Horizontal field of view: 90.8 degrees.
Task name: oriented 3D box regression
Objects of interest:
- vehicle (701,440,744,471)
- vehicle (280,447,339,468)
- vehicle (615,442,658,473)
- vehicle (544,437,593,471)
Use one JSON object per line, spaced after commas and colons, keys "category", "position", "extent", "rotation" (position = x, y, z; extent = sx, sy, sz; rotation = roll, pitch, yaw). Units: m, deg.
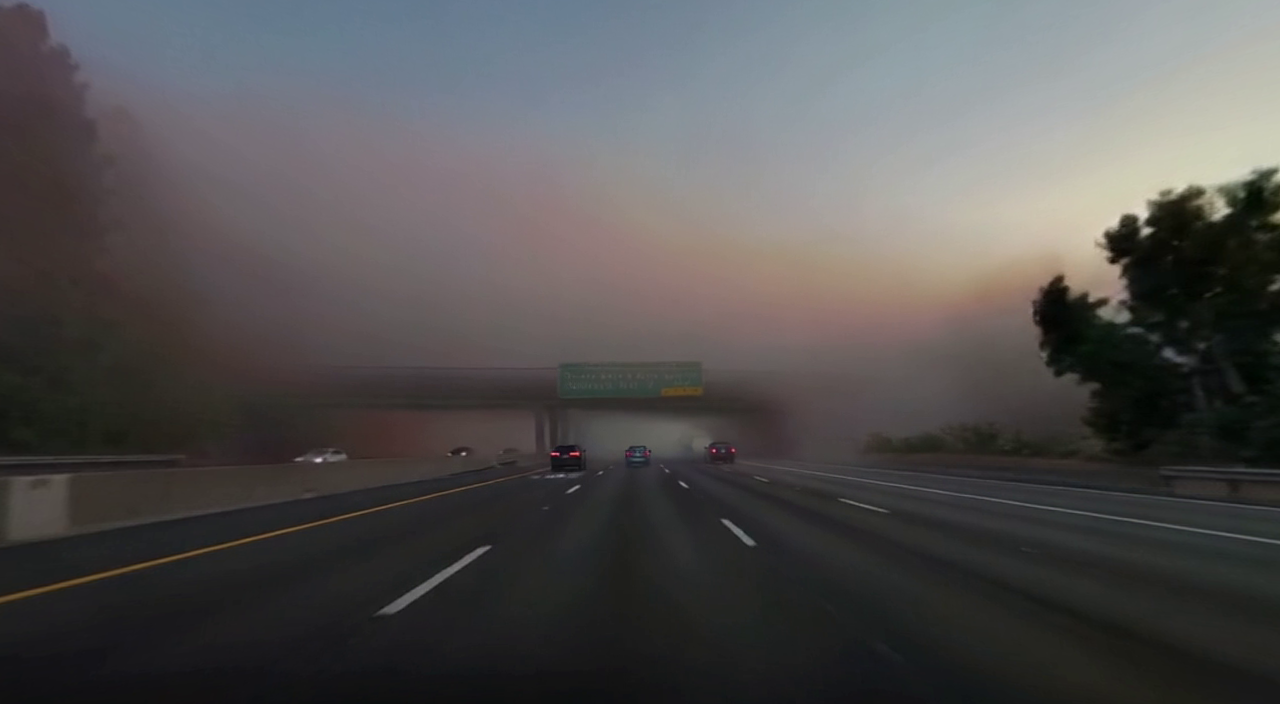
{"category": "vehicle", "position": [4.643, 5.893, 36.098], "extent": [1.936, 1.625, 3.991], "rotation": [0, -8, 1]}
{"category": "vehicle", "position": [-24.436, 7.803, 46.912], "extent": [1.822, 1.437, 4.575], "rotation": [0, -8, 1]}
{"category": "vehicle", "position": [-0.148, 5.390, 32.466], "extent": [2.075, 1.486, 4.007], "rotation": [0, -8, 1]}
{"category": "vehicle", "position": [-3.969, 5.742, 35.654], "extent": [2.113, 1.756, 4.471], "rotation": [0, -8, 2]}
